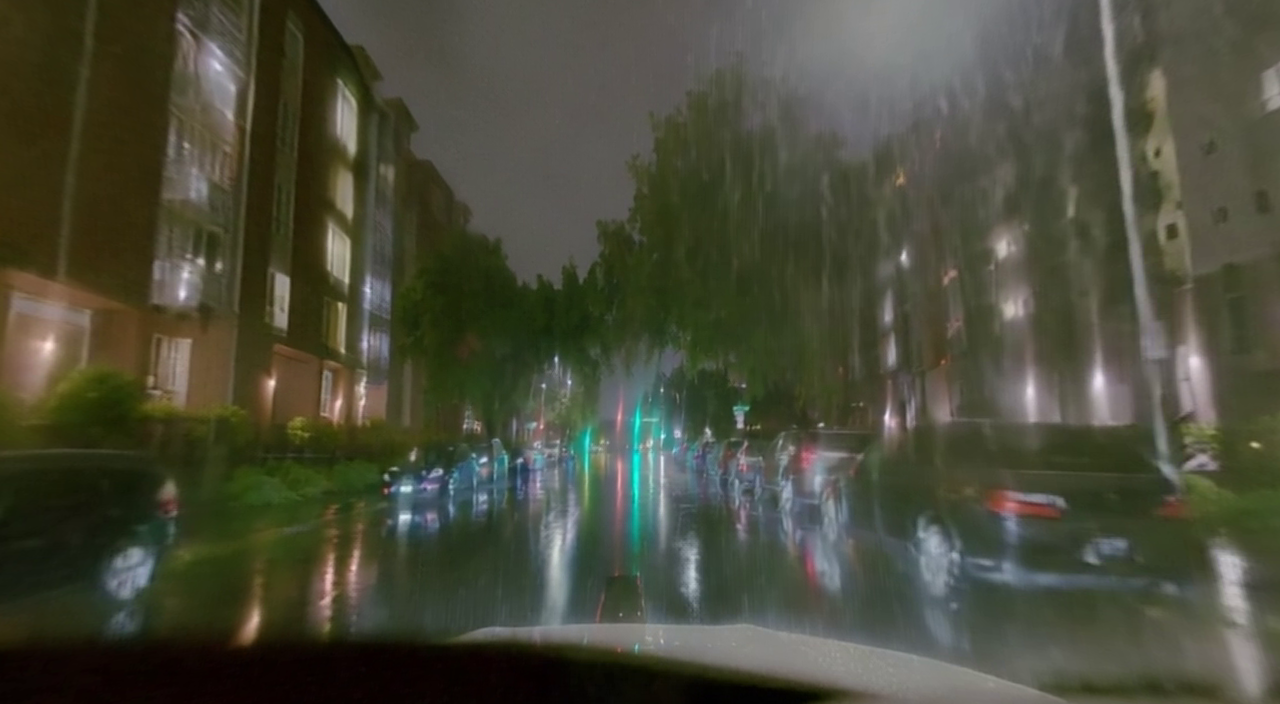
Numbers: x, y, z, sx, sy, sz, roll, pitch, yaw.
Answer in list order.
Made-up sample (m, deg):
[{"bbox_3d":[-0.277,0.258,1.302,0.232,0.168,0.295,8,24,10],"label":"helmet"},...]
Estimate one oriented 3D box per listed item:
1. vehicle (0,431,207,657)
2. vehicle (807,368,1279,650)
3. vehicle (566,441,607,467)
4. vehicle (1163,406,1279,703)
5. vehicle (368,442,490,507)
[{"bbox_3d":[-5.117,1.323,4.458,1.628,1.504,3.500,0,-8,0],"label":"vehicle"},{"bbox_3d":[3.391,1.367,6.630,1.835,1.809,4.997,0,-8,-1],"label":"vehicle"},{"bbox_3d":[-3.191,6.210,38.573,1.939,1.504,4.121,-1,-8,3],"label":"vehicle"},{"bbox_3d":[3.707,0.748,1.018,1.740,1.527,4.602,0,-8,-1],"label":"vehicle"},{"bbox_3d":[-5.450,3.178,16.951,1.647,1.481,4.433,0,-8,1],"label":"vehicle"}]
